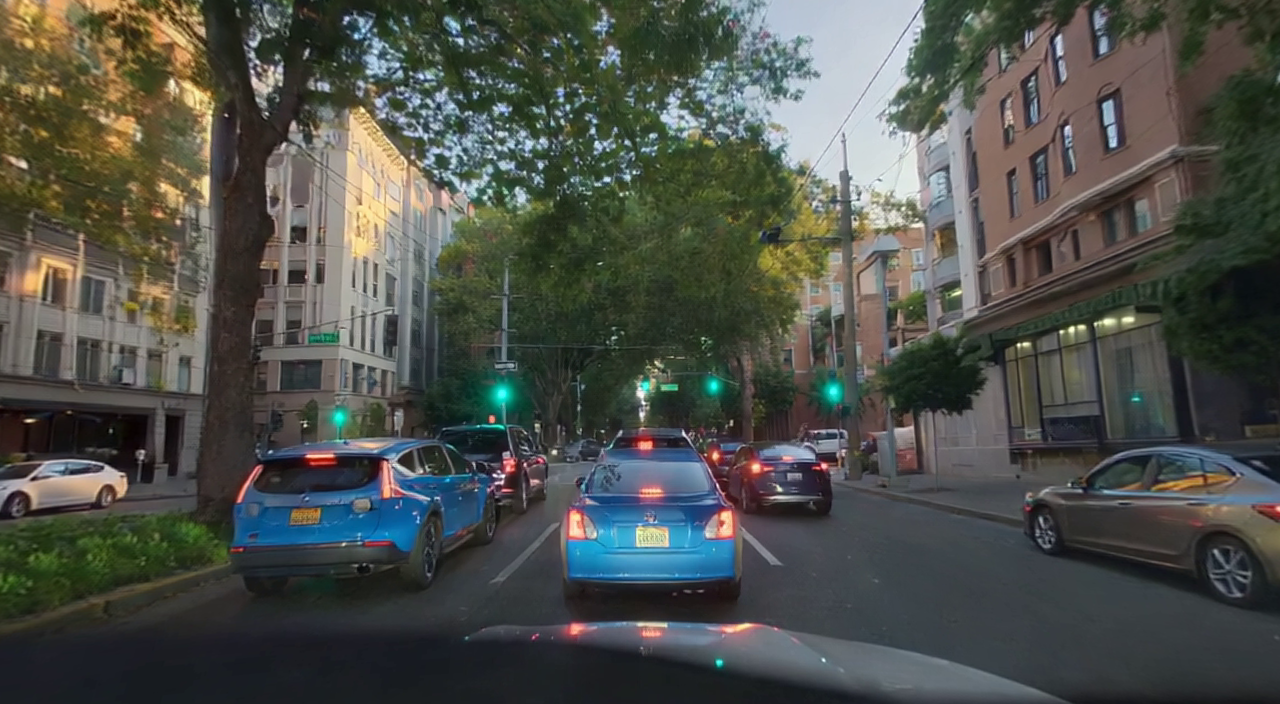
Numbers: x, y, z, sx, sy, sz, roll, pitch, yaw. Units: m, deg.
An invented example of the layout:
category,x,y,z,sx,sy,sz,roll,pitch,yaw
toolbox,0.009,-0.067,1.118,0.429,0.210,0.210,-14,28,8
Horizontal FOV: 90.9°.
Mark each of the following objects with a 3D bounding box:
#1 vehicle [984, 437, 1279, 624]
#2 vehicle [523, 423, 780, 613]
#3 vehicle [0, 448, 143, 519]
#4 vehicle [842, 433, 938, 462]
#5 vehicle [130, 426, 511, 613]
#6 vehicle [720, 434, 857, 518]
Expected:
category,x,y,z,sx,sy,sz,roll,pitch,yaw
vehicle,5.975,1.692,6.875,1.873,1.453,4.579,0,-9,0
vehicle,0.093,1.588,6.834,2.022,1.481,3.564,0,-9,0
vehicle,-16.226,3.446,17.014,1.914,1.690,4.461,0,-9,1
vehicle,16.375,6.270,41.517,5.345,1.811,2.175,0,-9,-1
vehicle,-3.003,1.665,7.180,2.131,1.486,4.089,0,-9,1
vehicle,3.009,2.610,13.735,2.018,1.529,3.880,0,-9,0
